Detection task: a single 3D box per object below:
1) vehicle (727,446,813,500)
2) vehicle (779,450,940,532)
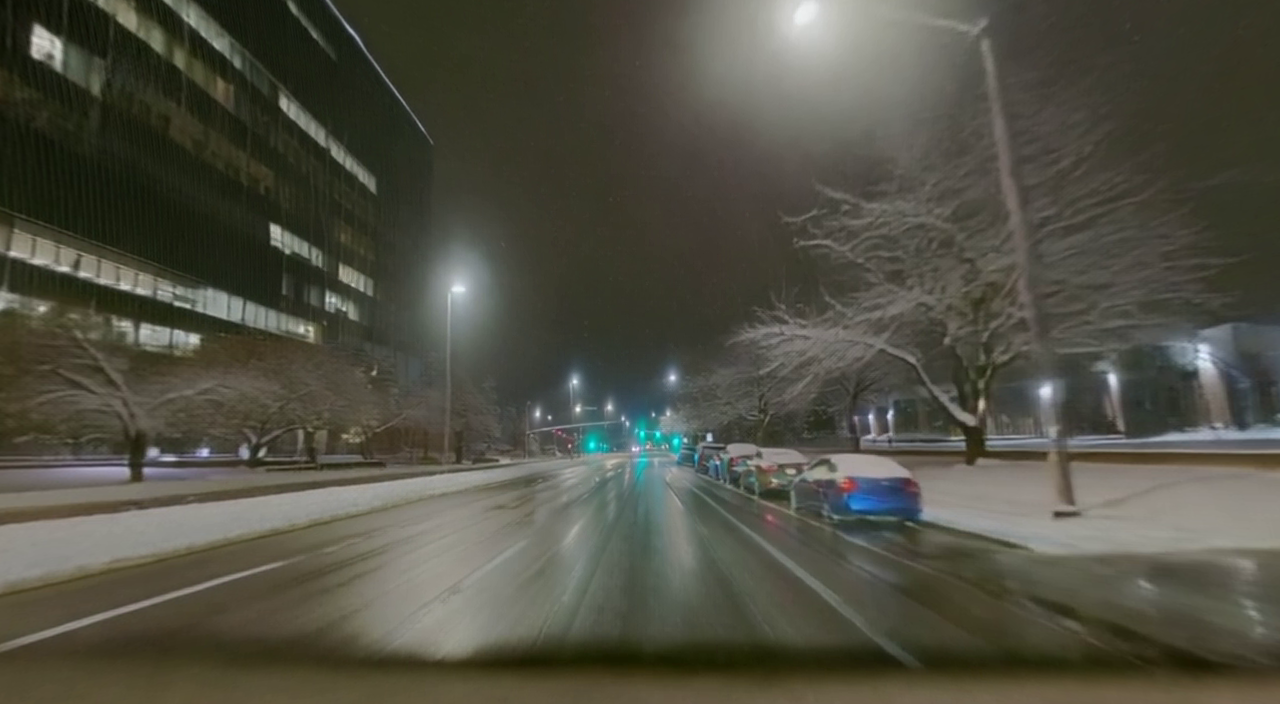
[{"bbox_3d":[4.156,3.923,20.946,1.974,1.534,4.610,0,-9,2],"label":"vehicle"},{"bbox_3d":[4.362,2.794,13.310,1.872,1.420,4.201,0,-9,0],"label":"vehicle"}]
